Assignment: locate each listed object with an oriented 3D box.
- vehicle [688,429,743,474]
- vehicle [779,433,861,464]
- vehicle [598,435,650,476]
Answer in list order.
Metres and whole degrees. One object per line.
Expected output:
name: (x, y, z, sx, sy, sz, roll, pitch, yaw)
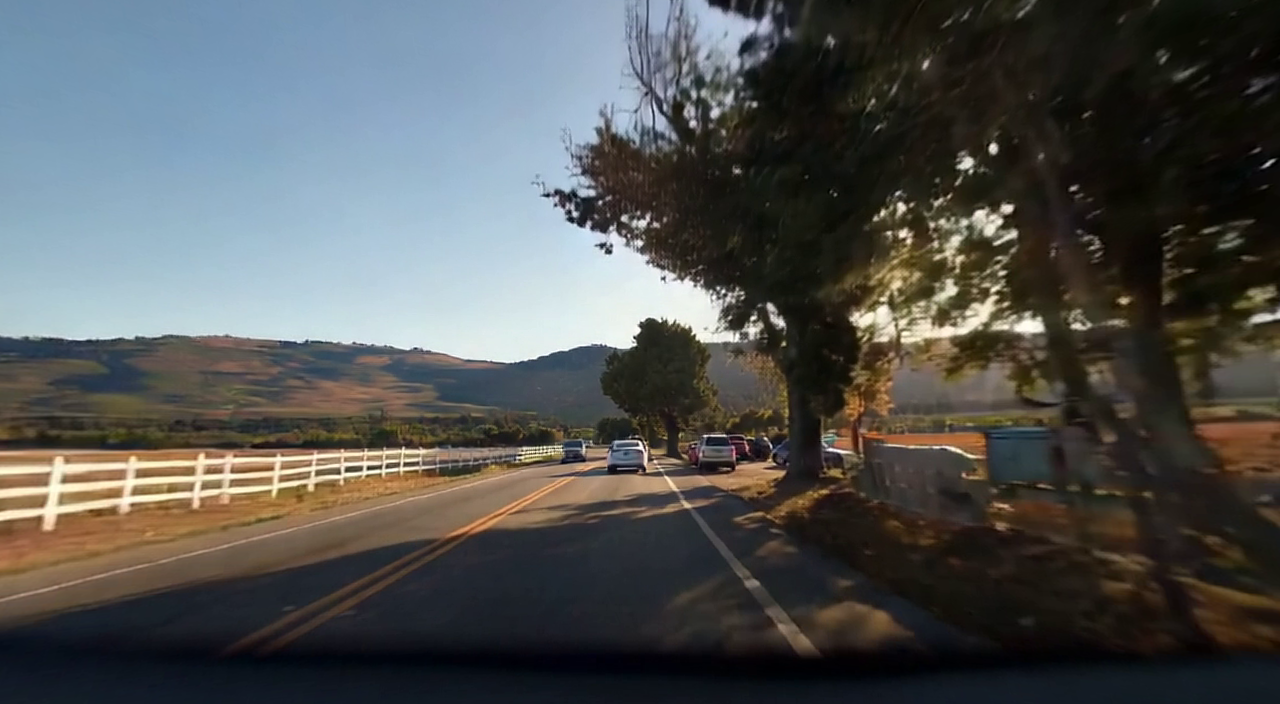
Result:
vehicle: (3.559, 4.747, 30.287, 2.348, 1.969, 5.269, -1, -9, 5)
vehicle: (9.702, 5.267, 34.436, 1.975, 1.545, 4.333, 3, -9, -22)
vehicle: (-0.662, 4.613, 28.334, 2.158, 1.669, 4.006, 0, -8, 0)
